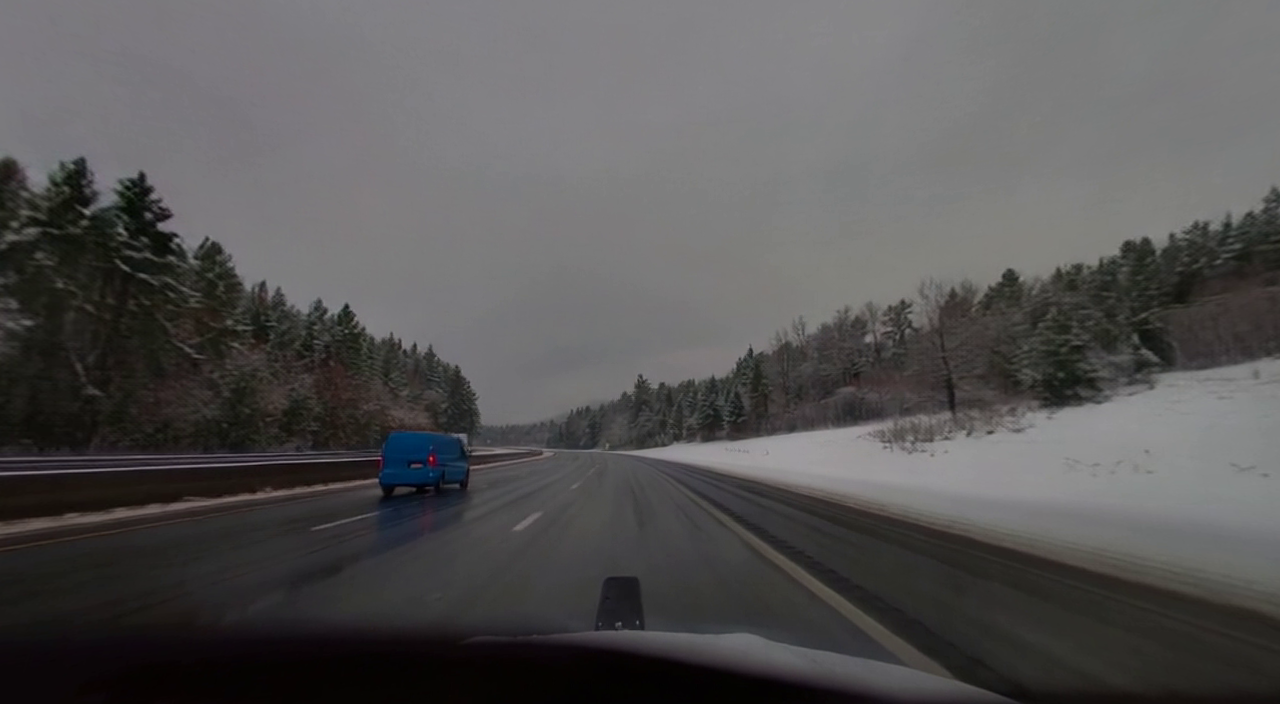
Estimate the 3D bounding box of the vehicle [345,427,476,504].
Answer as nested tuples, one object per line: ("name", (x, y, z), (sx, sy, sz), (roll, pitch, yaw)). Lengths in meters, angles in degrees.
("vehicle", (-6.827, 3.456, 19.488), (2.197, 2.038, 4.919), (0, -9, -1))
